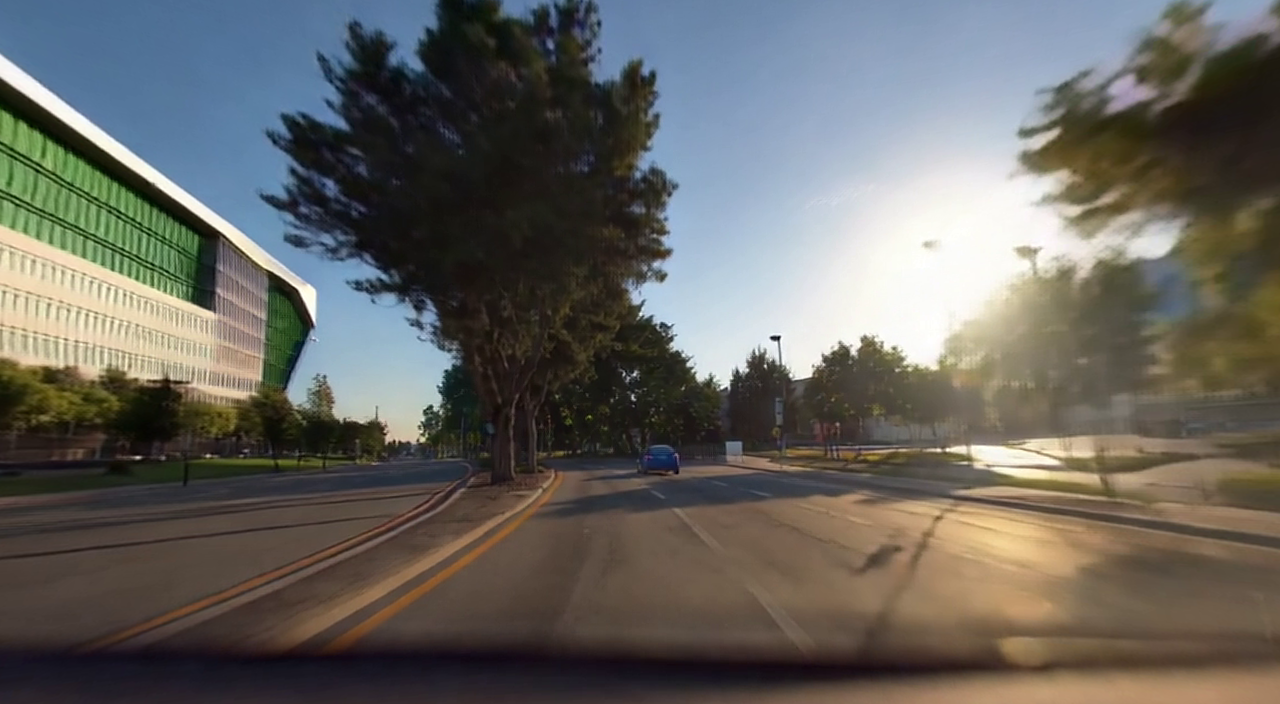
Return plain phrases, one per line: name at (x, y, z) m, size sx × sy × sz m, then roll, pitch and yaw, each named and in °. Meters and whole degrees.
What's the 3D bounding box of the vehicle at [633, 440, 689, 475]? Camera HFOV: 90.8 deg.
vehicle at (0.966, 5.300, 31.973) m, size 2.165 × 1.633 × 4.381 m, roll 1°, pitch -8°, yaw -7°
